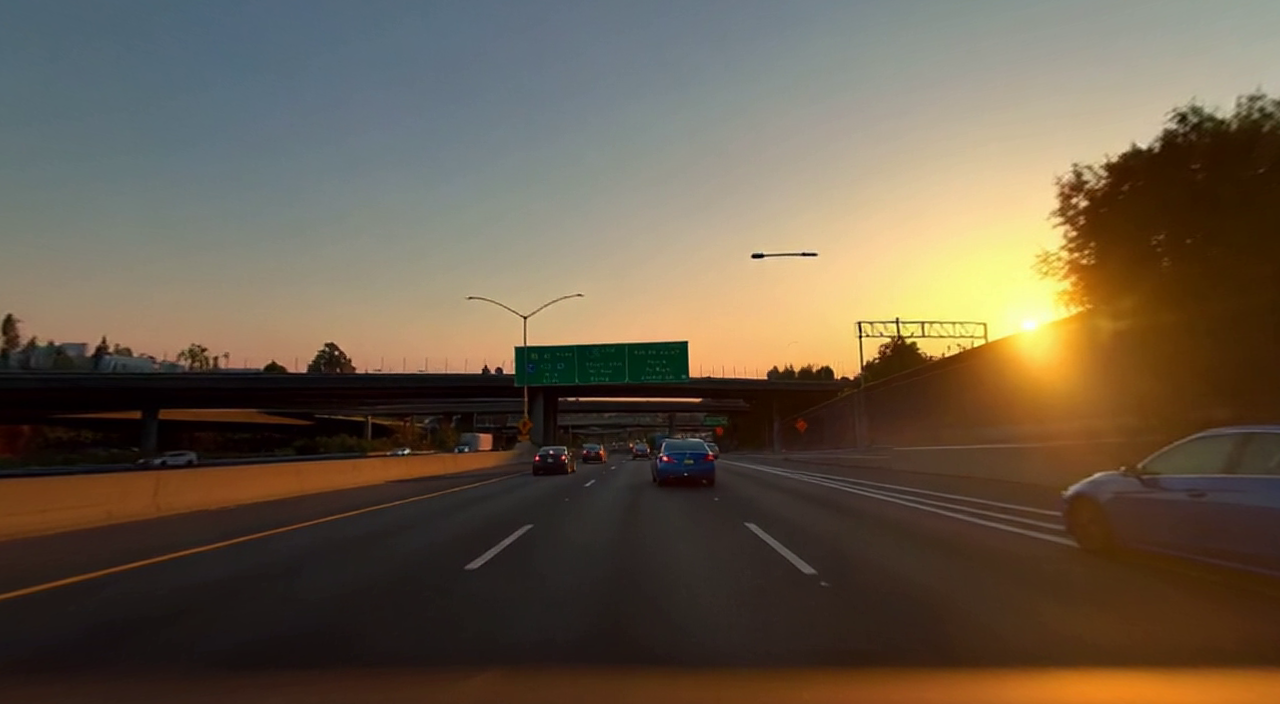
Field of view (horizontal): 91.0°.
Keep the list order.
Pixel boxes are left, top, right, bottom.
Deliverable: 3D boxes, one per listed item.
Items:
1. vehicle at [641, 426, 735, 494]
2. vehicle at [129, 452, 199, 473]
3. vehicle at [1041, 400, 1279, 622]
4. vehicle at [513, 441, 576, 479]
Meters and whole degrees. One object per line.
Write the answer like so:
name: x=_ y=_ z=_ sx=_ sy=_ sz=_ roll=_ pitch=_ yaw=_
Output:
vehicle: x=1.243 y=3.123 z=18.467 sx=2.202 sy=1.748 sz=4.158 roll=1 pitch=-8 yaw=-3
vehicle: x=-37.248 y=8.648 z=49.436 sx=1.780 sy=1.529 sz=4.627 roll=0 pitch=-8 yaw=1
vehicle: x=5.843 y=1.269 z=5.228 sx=2.055 sy=1.656 sz=4.370 roll=0 pitch=-8 yaw=-1
vehicle: x=-4.020 y=4.629 z=27.262 sx=2.031 sy=1.491 sz=4.145 roll=0 pitch=-8 yaw=1
